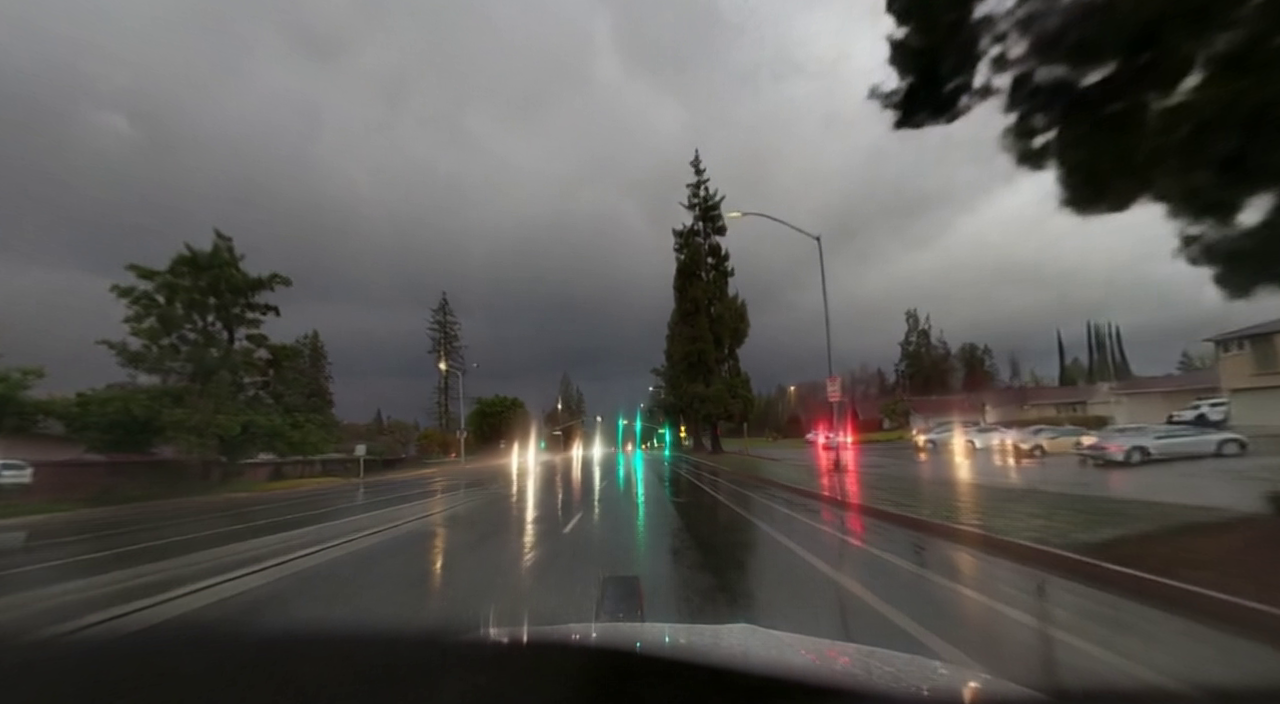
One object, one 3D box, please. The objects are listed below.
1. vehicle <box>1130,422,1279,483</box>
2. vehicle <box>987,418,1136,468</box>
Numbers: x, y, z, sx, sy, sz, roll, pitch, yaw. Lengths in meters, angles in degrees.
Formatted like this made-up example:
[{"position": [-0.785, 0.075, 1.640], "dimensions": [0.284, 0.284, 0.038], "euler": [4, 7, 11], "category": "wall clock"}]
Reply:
[{"position": [16.000, 2.673, 16.928], "dimensions": [1.849, 1.415, 4.801], "euler": [0, -8, 0], "category": "vehicle"}, {"position": [15.618, 3.451, 23.849], "dimensions": [2.106, 1.670, 5.008], "euler": [0, -8, 0], "category": "vehicle"}]
